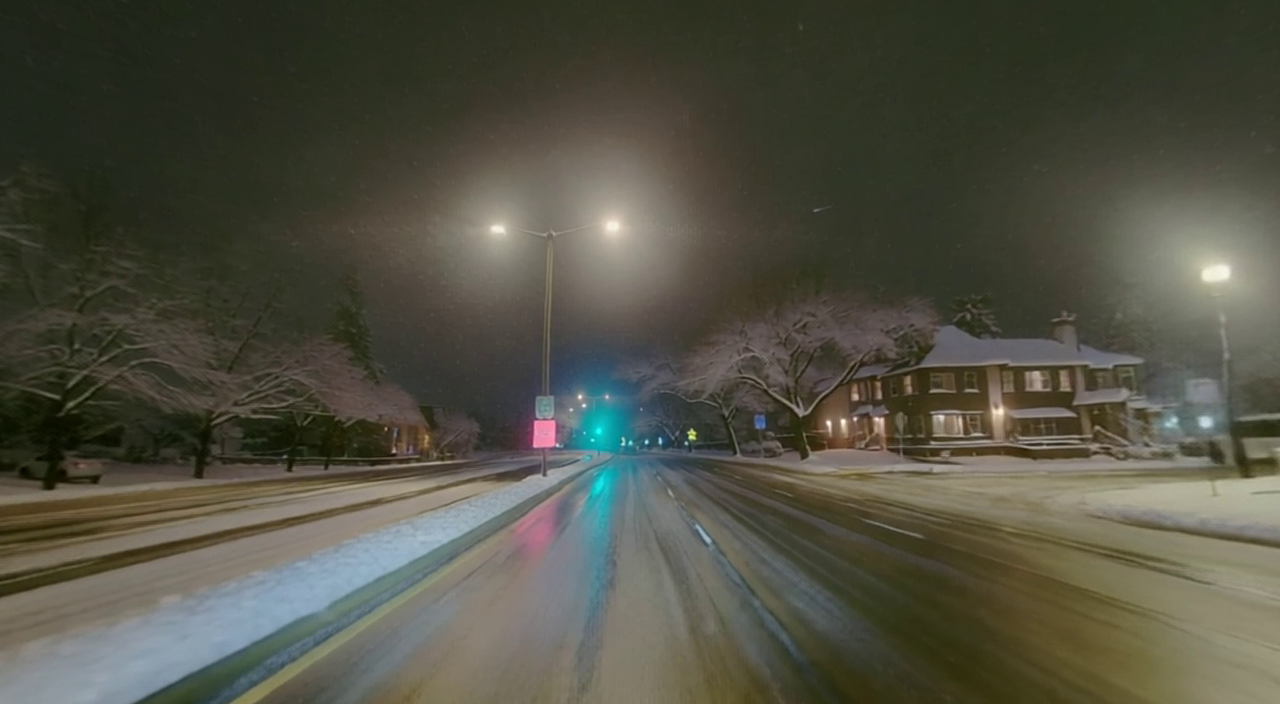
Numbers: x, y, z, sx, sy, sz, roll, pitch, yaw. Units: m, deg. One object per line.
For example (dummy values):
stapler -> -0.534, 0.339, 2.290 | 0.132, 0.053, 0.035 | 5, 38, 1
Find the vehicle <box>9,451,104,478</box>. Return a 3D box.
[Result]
vehicle -> -32.831, 6.342, 35.589 | 3.732, 1.453, 1.721 | -1, -9, 5
